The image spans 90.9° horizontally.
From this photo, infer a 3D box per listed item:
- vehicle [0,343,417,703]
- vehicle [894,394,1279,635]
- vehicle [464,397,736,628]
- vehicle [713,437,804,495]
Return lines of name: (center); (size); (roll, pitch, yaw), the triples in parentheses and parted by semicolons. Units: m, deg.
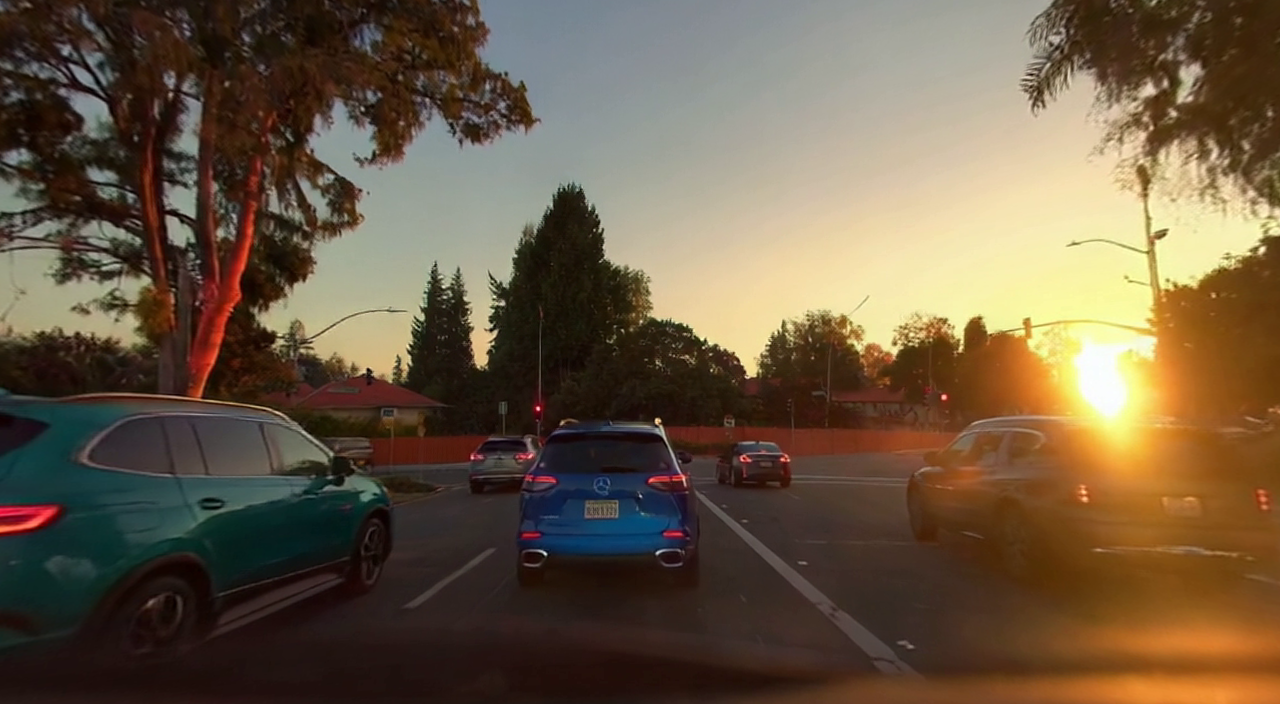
vehicle: (-3.472, 1.155, 4.521); (2.047, 1.741, 4.470); (0, -8, 1)
vehicle: (4.541, 1.517, 6.927); (2.014, 1.740, 4.515); (-1, -9, 6)
vehicle: (-0.229, 1.496, 6.815); (2.022, 1.700, 4.084); (0, -8, 2)
vehicle: (3.438, 3.377, 19.025); (1.847, 1.554, 3.885); (0, -8, -2)
